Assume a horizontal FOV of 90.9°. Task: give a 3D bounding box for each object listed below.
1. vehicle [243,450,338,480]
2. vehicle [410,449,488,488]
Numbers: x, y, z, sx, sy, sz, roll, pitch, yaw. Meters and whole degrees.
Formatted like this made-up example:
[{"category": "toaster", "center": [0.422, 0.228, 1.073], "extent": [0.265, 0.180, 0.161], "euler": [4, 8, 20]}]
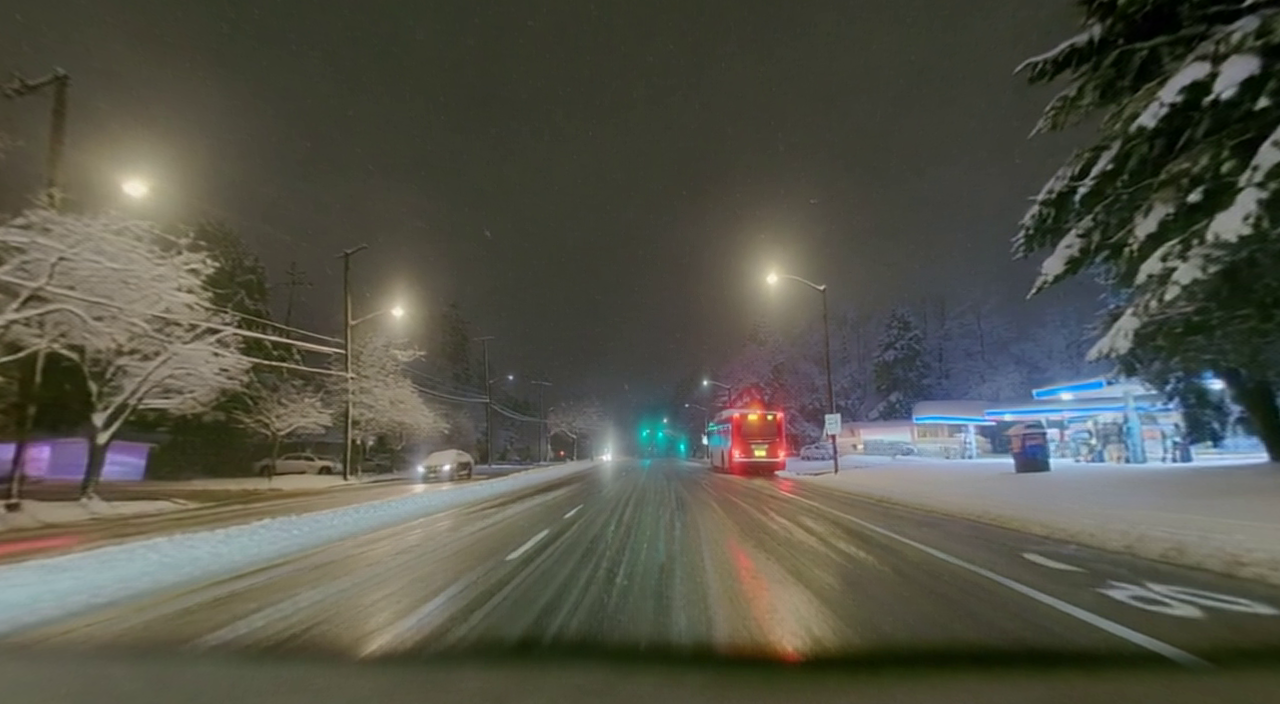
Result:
[{"category": "vehicle", "center": [-24.172, 7.778, 43.861], "extent": [2.284, 1.855, 5.392], "euler": [-4, -9, 25]}, {"category": "vehicle", "center": [-7.988, 4.884, 26.777], "extent": [1.900, 1.481, 4.317], "euler": [0, -8, 1]}]
